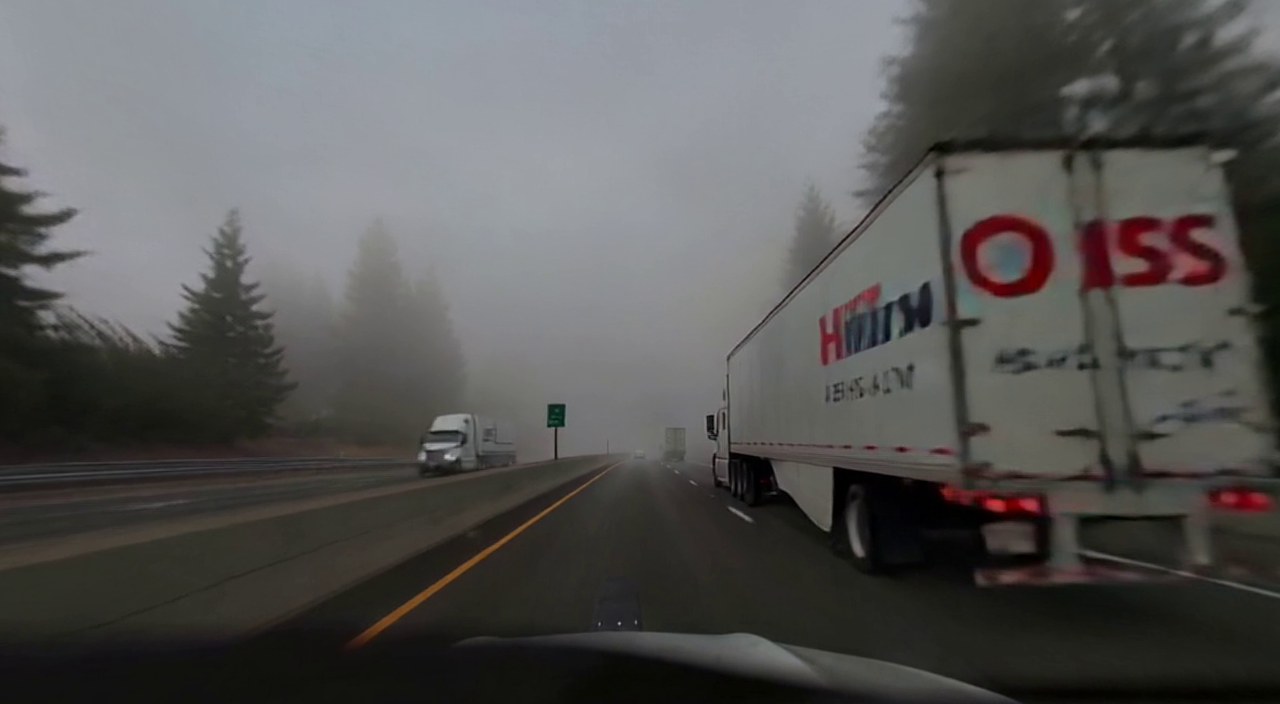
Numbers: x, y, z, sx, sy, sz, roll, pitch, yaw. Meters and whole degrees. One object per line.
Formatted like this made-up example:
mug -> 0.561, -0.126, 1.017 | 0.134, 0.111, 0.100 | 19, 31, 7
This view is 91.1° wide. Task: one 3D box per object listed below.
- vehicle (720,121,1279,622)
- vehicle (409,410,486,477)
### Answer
vehicle -> 4.025, 1.133, 12.021 | 2.926, 4.060, 14.068 | 0, -9, -1
vehicle -> -12.333, 5.986, 40.968 | 3.006, 3.972, 5.785 | 0, -9, 1
